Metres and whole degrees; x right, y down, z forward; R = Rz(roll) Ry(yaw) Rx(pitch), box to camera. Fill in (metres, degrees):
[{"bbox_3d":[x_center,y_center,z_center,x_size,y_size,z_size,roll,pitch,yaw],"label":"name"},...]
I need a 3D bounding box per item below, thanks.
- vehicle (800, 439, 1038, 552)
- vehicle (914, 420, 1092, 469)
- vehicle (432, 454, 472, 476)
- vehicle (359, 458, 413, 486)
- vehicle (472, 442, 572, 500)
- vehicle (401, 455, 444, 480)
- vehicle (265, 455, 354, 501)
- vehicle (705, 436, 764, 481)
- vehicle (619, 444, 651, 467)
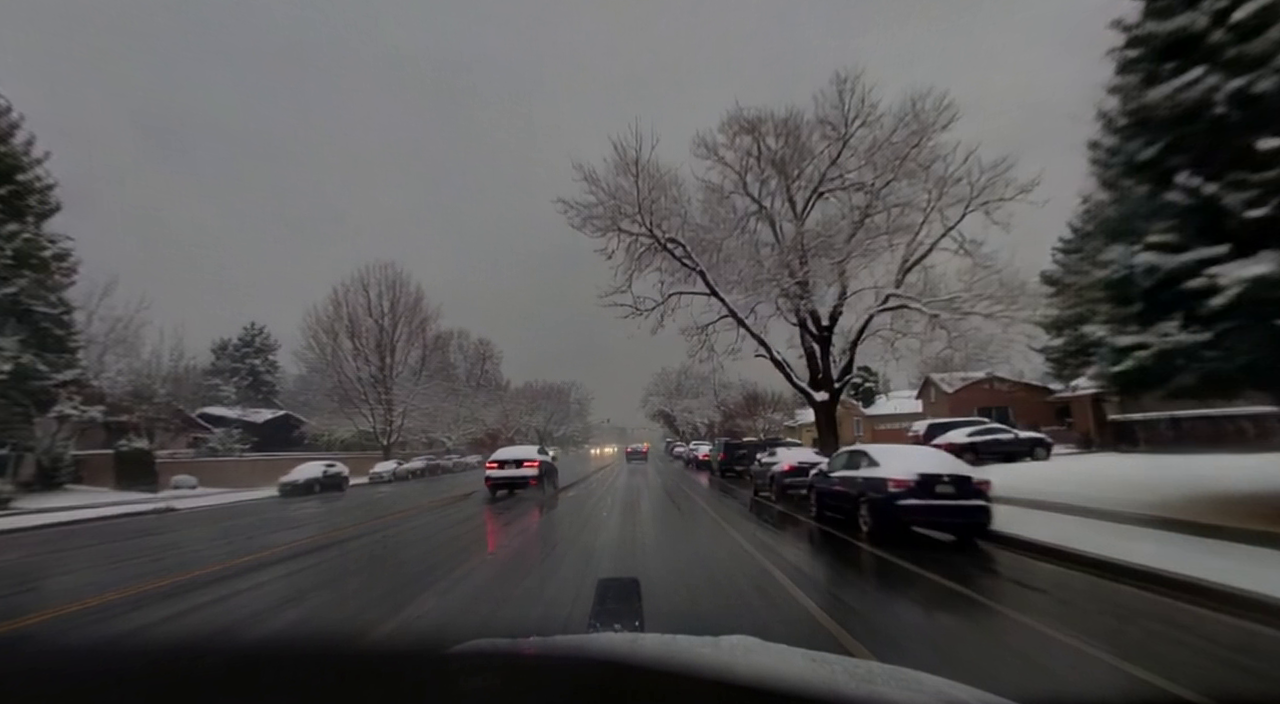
[{"bbox_3d":[4.306,2.259,10.743,1.944,1.470,4.530,0,-9,0],"label":"vehicle"},{"bbox_3d":[11.621,3.006,20.492,4.537,1.465,1.923,-1,-9,3],"label":"vehicle"},{"bbox_3d":[-14.633,8.804,49.407,1.811,1.433,4.564,-6,-10,-2],"label":"vehicle"},{"bbox_3d":[-14.810,7.019,37.091,1.626,1.439,3.682,0,-9,0],"label":"vehicle"},{"bbox_3d":[-3.291,3.412,18.605,2.027,1.477,4.413,0,-9,1],"label":"vehicle"},{"bbox_3d":[-14.489,7.705,42.294,1.681,1.419,3.859,-5,-10,-4],"label":"vehicle"},{"bbox_3d":[-14.734,5.583,28.395,1.945,1.613,3.983,-6,-8,-1],"label":"vehicle"},{"bbox_3d":[4.075,4.687,28.022,1.943,1.788,4.462,0,-9,1],"label":"vehicle"},{"bbox_3d":[-0.347,7.082,43.467,2.088,1.495,4.048,0,-8,0],"label":"vehicle"}]
